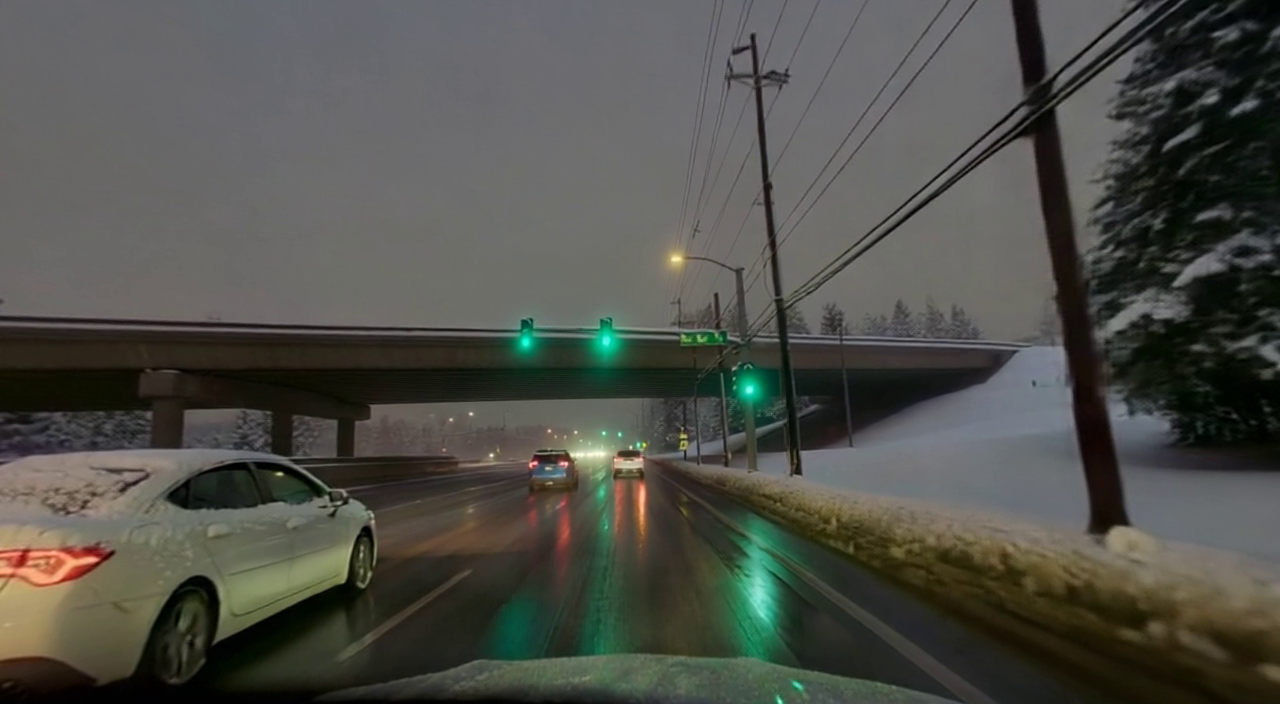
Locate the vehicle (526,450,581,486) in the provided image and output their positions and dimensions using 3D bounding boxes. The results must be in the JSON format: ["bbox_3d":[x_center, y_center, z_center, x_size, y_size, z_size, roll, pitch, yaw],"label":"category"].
[{"bbox_3d":[-3.828,5.205,28.658,1.946,1.437,4.154,0,-8,0],"label":"vehicle"}]

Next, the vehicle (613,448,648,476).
[{"bbox_3d":[-0.603,6.679,38.473,1.985,1.565,3.968,0,-8,-2],"label":"vehicle"}]

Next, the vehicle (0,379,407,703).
[{"bbox_3d":[-3.529,1.259,4.730,1.925,1.666,4.271,0,-8,0],"label":"vehicle"}]
